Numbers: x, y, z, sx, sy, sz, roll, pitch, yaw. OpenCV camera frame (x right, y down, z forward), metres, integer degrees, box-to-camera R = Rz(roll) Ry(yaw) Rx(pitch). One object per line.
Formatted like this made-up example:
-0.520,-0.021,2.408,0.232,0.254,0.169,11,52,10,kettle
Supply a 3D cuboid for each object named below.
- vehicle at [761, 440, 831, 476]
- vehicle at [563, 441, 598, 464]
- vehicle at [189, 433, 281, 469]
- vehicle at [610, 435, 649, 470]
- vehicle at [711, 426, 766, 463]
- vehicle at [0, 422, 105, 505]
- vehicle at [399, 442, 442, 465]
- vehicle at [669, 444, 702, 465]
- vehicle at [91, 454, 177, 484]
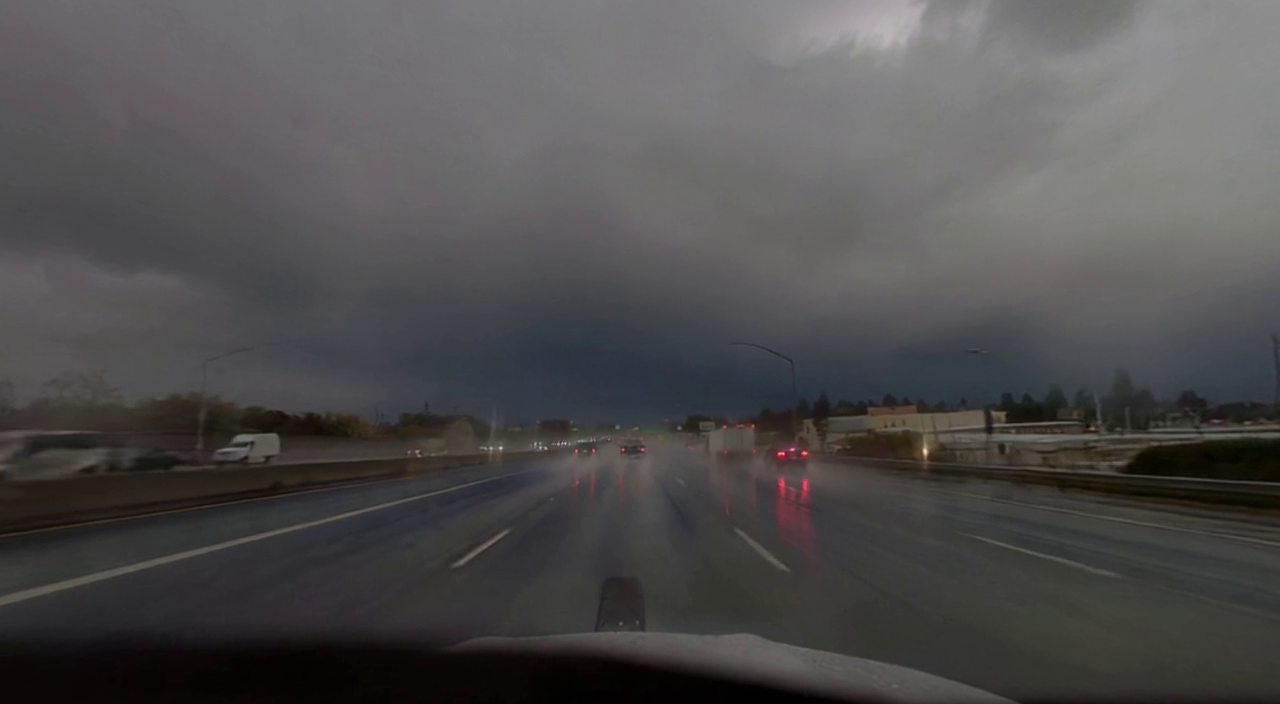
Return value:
6.759,4.628,27.852,1.879,1.428,4.402,0,-8,-2,vehicle
-4.434,7.535,47.678,2.126,1.631,4.643,0,-8,0,vehicle
-29.526,7.261,46.453,2.378,2.420,6.571,0,-8,0,vehicle
-0.529,5.504,34.857,2.002,1.759,4.658,0,-8,0,vehicle
6.919,6.648,45.458,2.790,2.473,6.815,0,-8,0,vehicle
-14.006,2.370,13.511,1.715,1.682,3.811,0,-8,0,vehicle
-14.202,6.591,41.005,1.546,1.405,3.307,0,-8,0,vehicle
3.063,6.916,42.934,1.816,1.353,3.809,0,-8,-2,vehicle
-25.365,5.857,31.802,1.538,1.340,3.294,0,-8,1,vehicle
